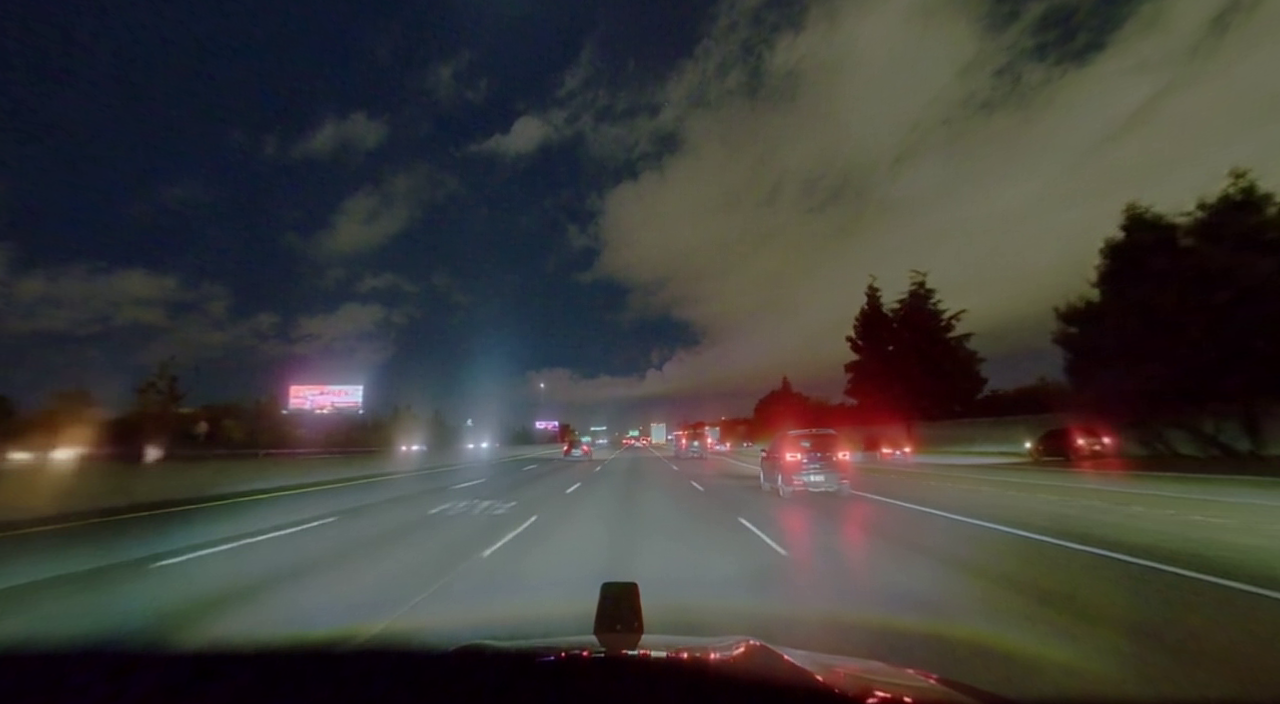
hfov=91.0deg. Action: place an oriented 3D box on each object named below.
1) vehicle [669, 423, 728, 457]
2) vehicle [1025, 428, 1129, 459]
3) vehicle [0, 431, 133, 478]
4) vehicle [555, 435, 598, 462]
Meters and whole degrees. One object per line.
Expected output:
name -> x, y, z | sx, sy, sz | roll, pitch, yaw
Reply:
vehicle -> 3.888, 6.363, 45.164 | 3.042, 2.004, 14.051 | 0, -8, 1
vehicle -> 28.155, 5.936, 40.727 | 2.139, 1.881, 5.005 | 4, -9, -25
vehicle -> -21.012, 3.724, 23.058 | 1.725, 1.551, 3.763 | 0, -8, 0
vehicle -> -3.644, 5.658, 36.938 | 2.066, 1.500, 4.415 | 0, -8, 0
